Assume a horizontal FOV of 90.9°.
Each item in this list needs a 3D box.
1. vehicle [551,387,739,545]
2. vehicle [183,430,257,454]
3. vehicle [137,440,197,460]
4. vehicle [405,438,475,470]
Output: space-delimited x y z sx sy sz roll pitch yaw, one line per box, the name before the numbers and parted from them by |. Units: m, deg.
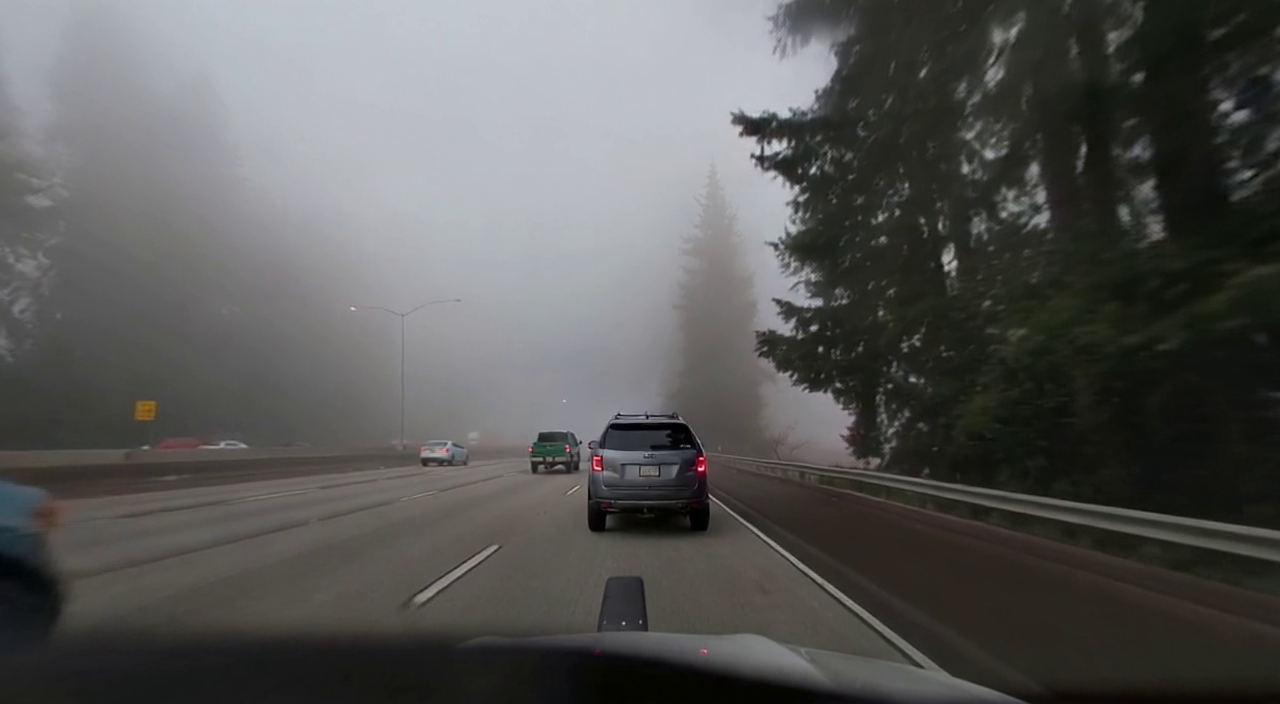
vehicle | 0.069 1.818 10.519 2.395 2.013 4.734 0 -9 0
vehicle | -29.679 6.390 44.707 2.125 1.572 4.385 -1 -9 2
vehicle | -33.565 6.982 44.863 1.488 1.366 3.409 -1 -9 3
vehicle | -10.245 5.275 32.756 2.002 1.484 4.798 0 -9 1
